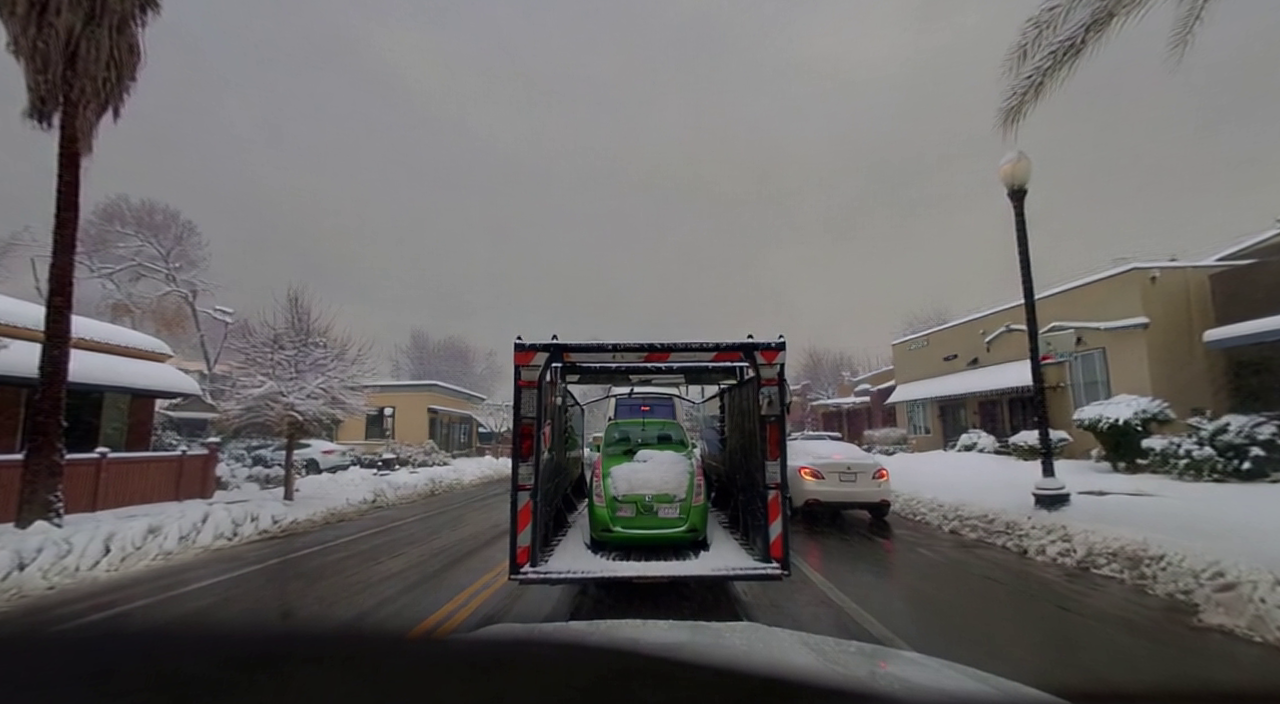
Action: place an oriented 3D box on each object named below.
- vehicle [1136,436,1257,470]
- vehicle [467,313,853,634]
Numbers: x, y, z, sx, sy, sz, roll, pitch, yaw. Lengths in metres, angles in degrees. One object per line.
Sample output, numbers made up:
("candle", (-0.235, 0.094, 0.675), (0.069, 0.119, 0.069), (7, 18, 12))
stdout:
("vehicle", (28.567, 5.184, 32.443), (4.193, 1.633, 1.928), (-4, -9, 26))
("vehicle", (0.120, 1.331, 7.813), (2.728, 2.305, 6.506), (0, -9, 0))
